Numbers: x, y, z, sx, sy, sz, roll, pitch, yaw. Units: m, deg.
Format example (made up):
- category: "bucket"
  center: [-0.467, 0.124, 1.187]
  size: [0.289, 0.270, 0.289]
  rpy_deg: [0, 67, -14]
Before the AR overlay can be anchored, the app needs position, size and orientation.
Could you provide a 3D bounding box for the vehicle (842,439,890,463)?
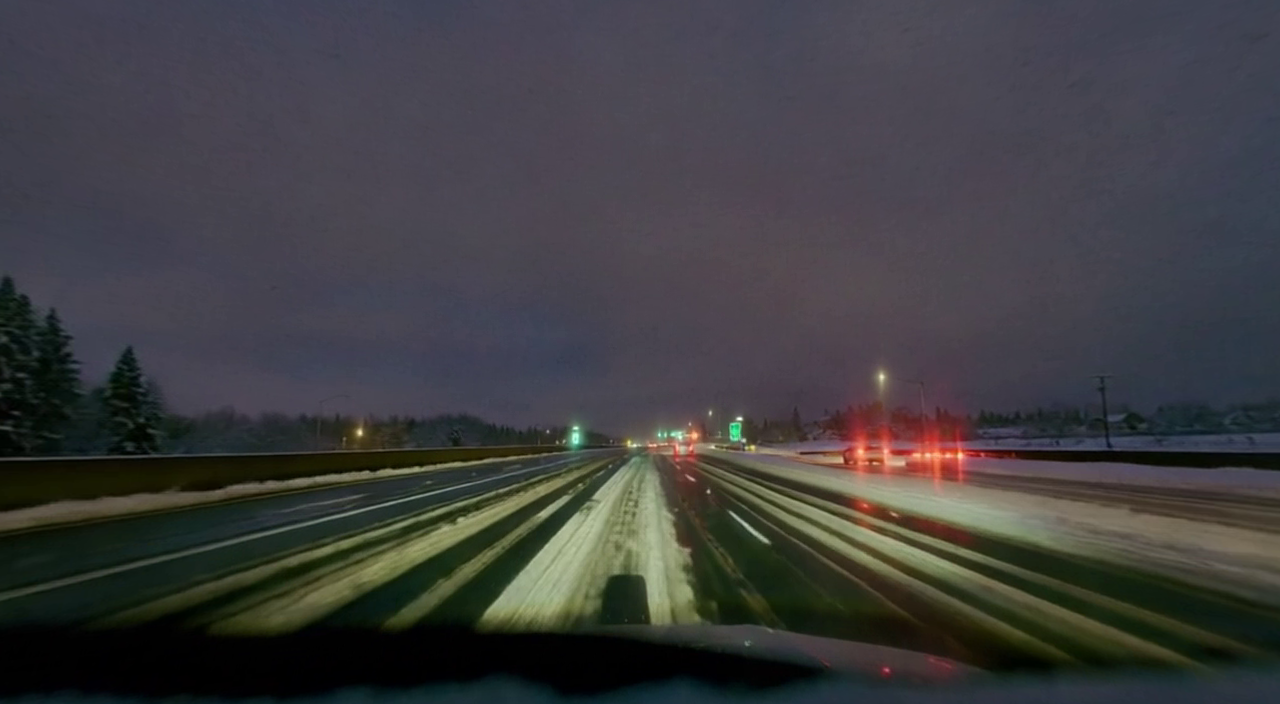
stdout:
- category: "vehicle"
  center: [16.142, 7.100, 45.294]
  size: [2.039, 1.658, 4.457]
  rpy_deg: [-1, -8, 3]
